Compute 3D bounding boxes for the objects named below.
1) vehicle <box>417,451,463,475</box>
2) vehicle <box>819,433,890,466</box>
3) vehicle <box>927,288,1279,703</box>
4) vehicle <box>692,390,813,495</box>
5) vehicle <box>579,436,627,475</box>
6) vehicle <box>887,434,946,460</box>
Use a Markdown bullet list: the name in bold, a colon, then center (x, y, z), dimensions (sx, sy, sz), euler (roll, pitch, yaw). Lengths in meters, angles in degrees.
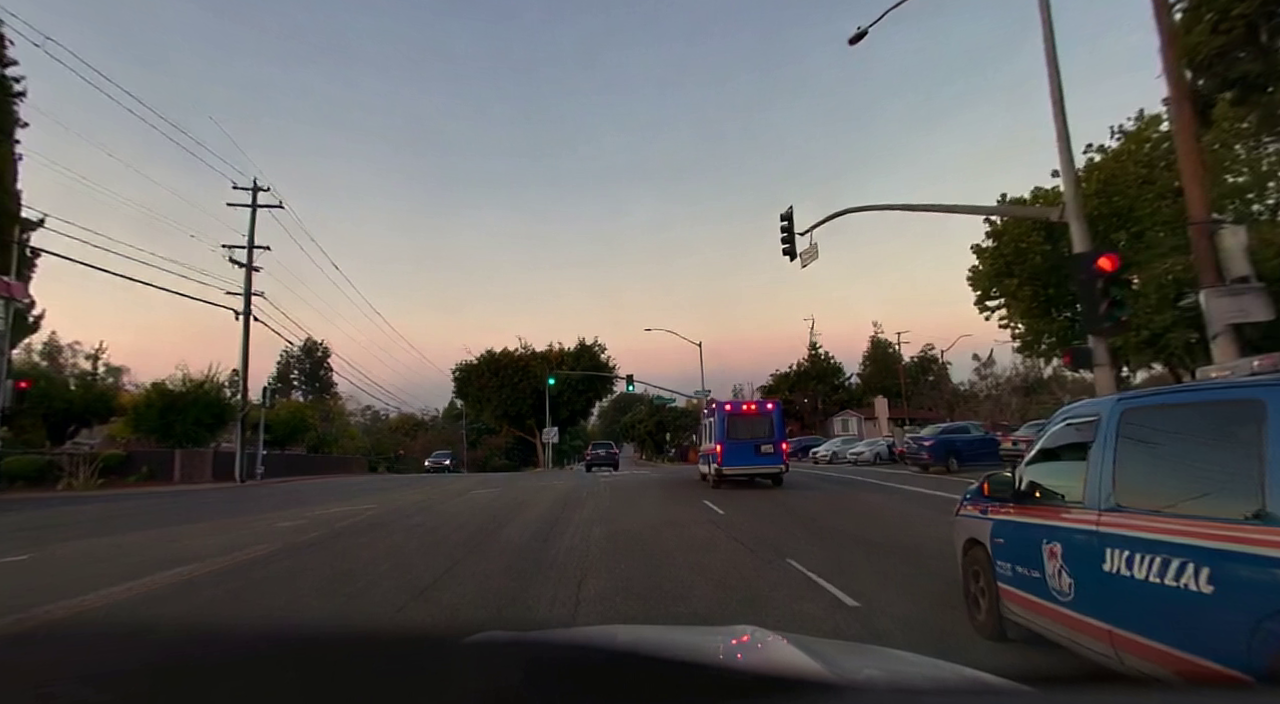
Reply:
- **vehicle**: center (-13.409, 7.431, 42.703), dimensions (2.053, 1.474, 4.489), euler (1, -8, -6)
- **vehicle**: center (11.410, 5.160, 33.512), dimensions (3.936, 1.594, 1.860), euler (7, -11, -42)
- **vehicle**: center (3.448, 0.816, 2.848), dimensions (2.194, 1.922, 4.822), euler (-1, -8, 3)
- **vehicle**: center (3.127, 2.735, 19.141), dimensions (2.406, 2.687, 5.521), euler (0, -8, -2)
- **vehicle**: center (-1.781, 4.891, 29.974), dimensions (2.114, 1.707, 3.725), euler (0, -8, -5)
- **vehicle**: center (17.521, 6.002, 39.915), dimensions (4.078, 1.582, 1.920), euler (8, -12, -44)
